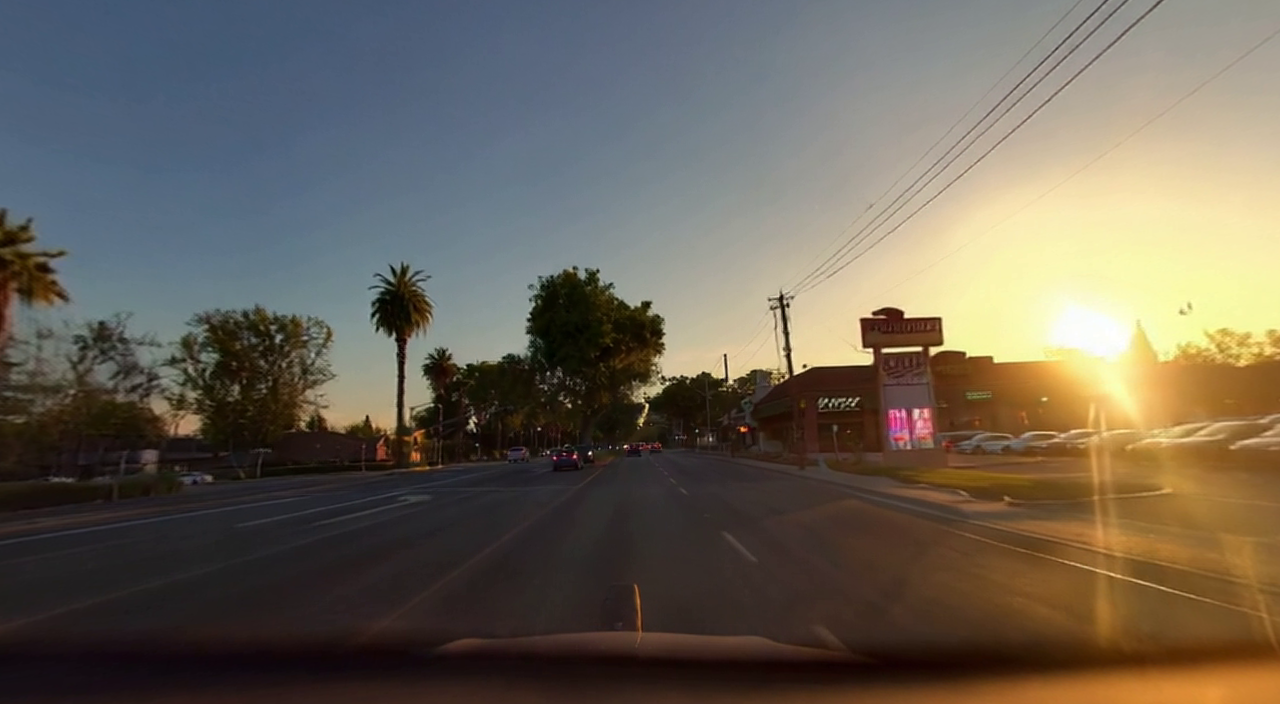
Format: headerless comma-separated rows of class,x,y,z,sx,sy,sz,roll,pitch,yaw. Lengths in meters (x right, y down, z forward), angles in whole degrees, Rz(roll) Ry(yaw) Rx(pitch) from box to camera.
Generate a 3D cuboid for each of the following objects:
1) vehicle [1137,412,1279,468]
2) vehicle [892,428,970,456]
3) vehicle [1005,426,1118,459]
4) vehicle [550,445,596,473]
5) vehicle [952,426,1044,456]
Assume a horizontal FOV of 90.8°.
vehicle,21.273,3.181,22.675,4.764,1.846,2.370,-4,-9,21
vehicle,20.744,6.441,45.035,4.753,1.809,2.016,-6,-9,28
vehicle,21.396,4.674,32.313,4.505,1.584,2.015,-5,-10,27
vehicle,-3.678,5.990,35.546,2.181,1.483,4.123,0,-9,0
vehicle,21.625,5.438,38.362,4.600,1.677,1.980,-5,-10,26
